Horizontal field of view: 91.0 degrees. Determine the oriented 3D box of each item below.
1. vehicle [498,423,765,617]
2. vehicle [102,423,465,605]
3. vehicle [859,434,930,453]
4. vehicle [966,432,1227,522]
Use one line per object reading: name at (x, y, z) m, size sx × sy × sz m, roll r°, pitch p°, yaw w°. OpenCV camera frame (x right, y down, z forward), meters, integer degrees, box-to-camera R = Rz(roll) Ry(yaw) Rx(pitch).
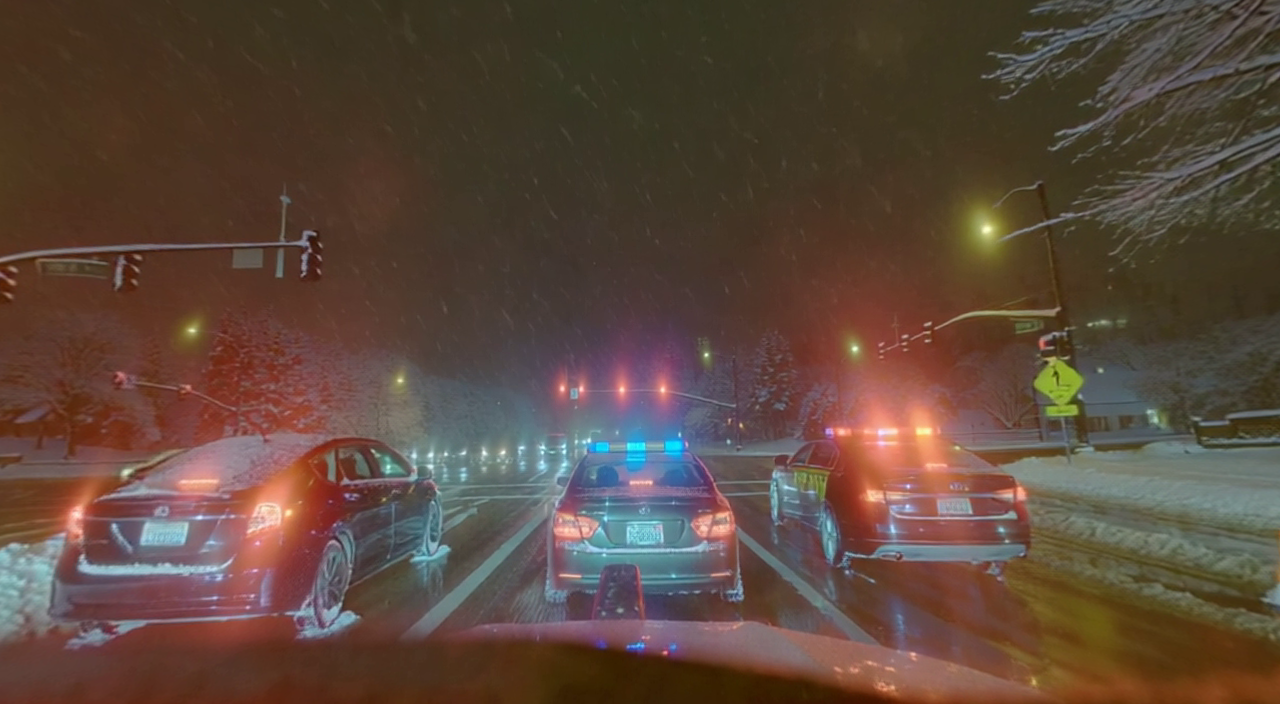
vehicle at (-0.109, 1.626, 7.110) m, size 2.061 × 1.486 × 4.332 m, roll 0°, pitch -8°, yaw -1°
vehicle at (-3.598, 1.678, 7.407) m, size 1.863 × 1.526 × 4.006 m, roll 0°, pitch -9°, yaw 1°
vehicle at (20.131, 7.264, 49.917) m, size 4.827 × 1.484 × 1.883 m, roll 0°, pitch -9°, yaw 0°
vehicle at (9.371, 2.579, 13.602) m, size 1.957 × 1.576 × 4.670 m, roll 0°, pitch -9°, yaw -3°
